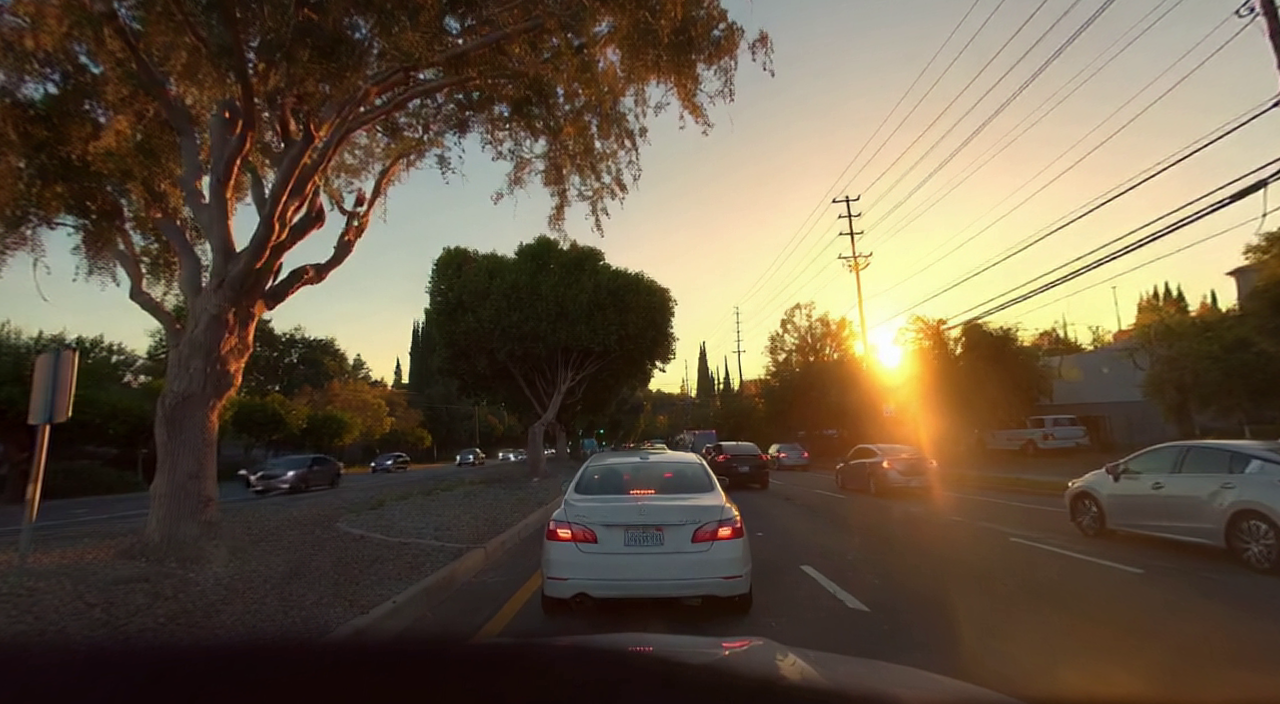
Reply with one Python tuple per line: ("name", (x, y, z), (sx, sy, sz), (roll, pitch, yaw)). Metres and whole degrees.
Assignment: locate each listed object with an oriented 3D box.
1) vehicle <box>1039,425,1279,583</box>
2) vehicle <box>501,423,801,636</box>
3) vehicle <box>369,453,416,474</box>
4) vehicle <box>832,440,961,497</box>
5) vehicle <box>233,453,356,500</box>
("vehicle", (6.991, 1.632, 7.292), (1.850, 1.480, 4.474), (0, -8, 1))
("vehicle", (0.066, 1.540, 6.477), (2.108, 1.479, 3.935), (0, -8, 0))
("vehicle", (-19.111, 8.580, 48.852), (1.853, 1.489, 4.449), (0, -8, 0))
("vehicle", (7.297, 3.332, 18.521), (1.899, 1.458, 4.499), (0, -8, 0))
("vehicle", (-11.977, 4.309, 22.259), (1.804, 1.430, 4.456), (0, -8, 0))
